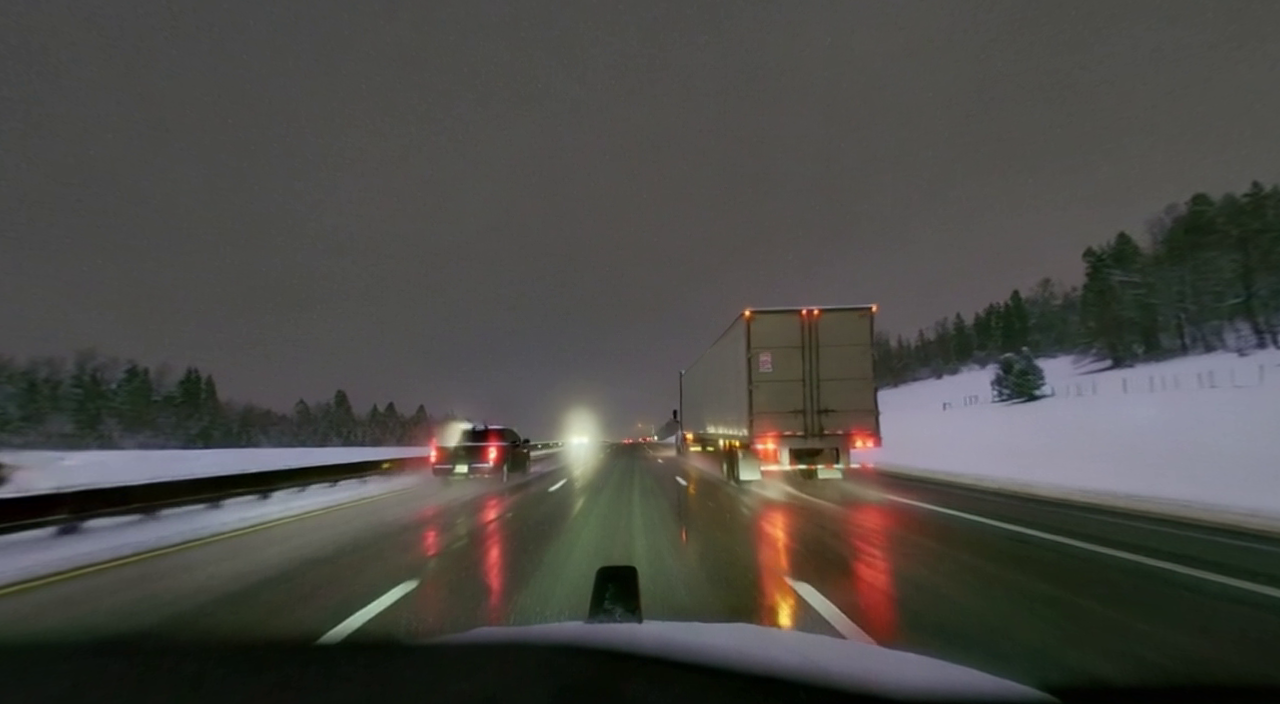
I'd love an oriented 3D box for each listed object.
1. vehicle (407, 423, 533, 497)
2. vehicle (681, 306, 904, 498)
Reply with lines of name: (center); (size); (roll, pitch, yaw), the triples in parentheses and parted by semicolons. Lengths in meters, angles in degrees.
vehicle: (-4.107, 2.666, 15.988); (2.044, 1.604, 4.144); (0, -8, 0)
vehicle: (3.844, 2.255, 22.422); (3.144, 4.168, 17.594); (0, -8, -2)
